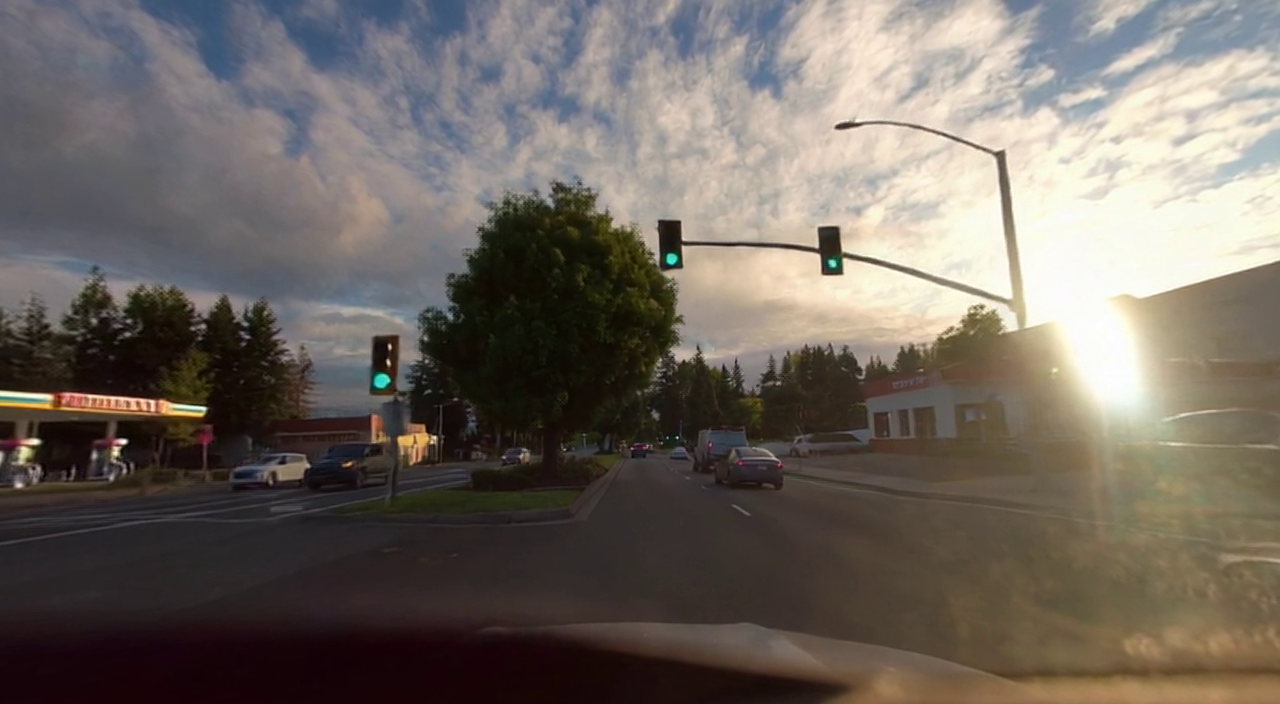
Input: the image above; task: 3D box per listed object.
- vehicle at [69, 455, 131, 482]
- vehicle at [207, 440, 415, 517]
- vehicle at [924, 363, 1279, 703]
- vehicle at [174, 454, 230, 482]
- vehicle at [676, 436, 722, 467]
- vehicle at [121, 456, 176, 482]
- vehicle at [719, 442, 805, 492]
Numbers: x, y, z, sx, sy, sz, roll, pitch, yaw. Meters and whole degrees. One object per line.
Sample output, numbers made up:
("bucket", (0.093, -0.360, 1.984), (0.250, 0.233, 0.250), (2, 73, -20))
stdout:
("vehicle", (-36.270, 7.811, 42.461), (1.755, 1.670, 3.889), (3, -9, -19))
("vehicle", (-8.229, 3.173, 16.567), (2.842, 1.476, 4.980), (-3, -7, 0))
("vehicle", (3.845, 1.047, 3.906), (1.875, 1.665, 4.931), (0, -9, 0))
("vehicle", (-31.318, 8.263, 45.200), (2.169, 1.834, 3.779), (2, -9, -17))
("vehicle", (4.006, 6.867, 43.778), (2.611, 1.983, 5.165), (0, -8, -1))
("vehicle", (-34.163, 8.115, 43.895), (1.803, 1.675, 3.674), (3, -9, -18))
("vehicle", (3.831, 3.680, 20.518), (1.871, 1.442, 4.122), (0, -8, -1))
